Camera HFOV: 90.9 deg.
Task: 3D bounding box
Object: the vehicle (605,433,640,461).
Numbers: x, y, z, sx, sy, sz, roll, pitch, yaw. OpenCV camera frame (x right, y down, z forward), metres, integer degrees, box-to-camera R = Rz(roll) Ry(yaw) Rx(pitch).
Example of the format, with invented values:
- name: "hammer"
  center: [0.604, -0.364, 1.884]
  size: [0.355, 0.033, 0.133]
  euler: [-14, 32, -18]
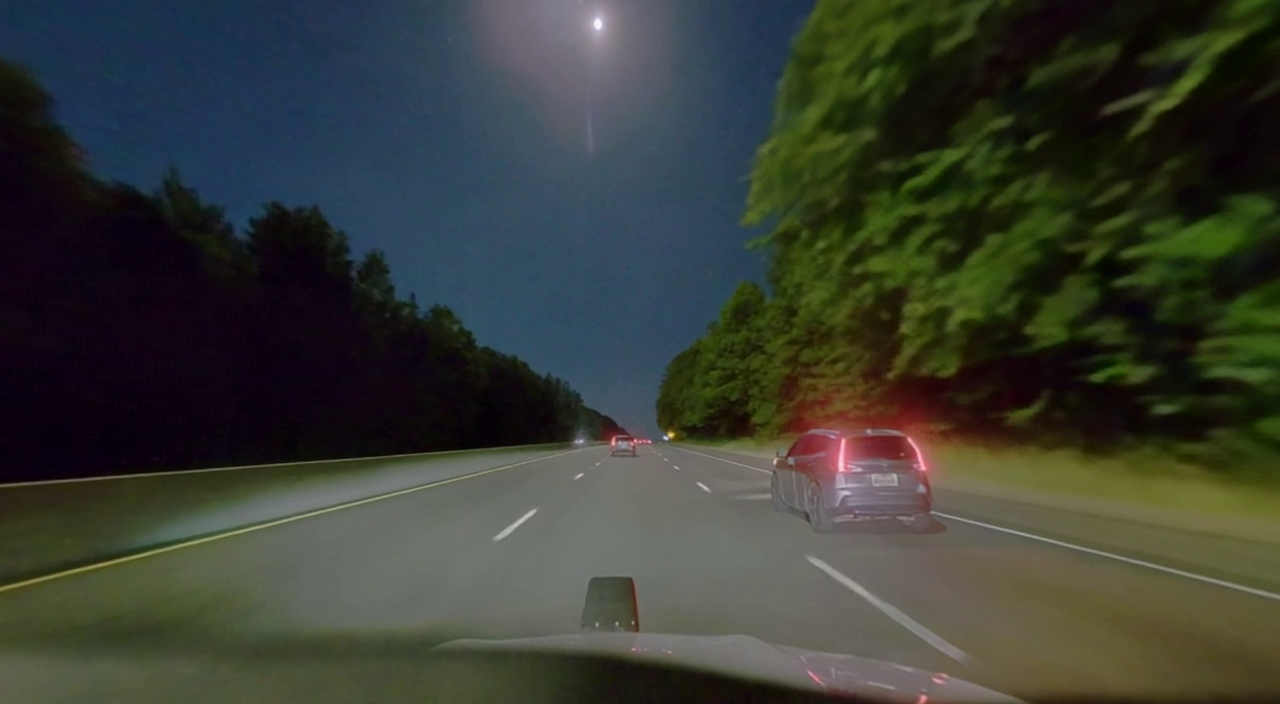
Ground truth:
- name: "vehicle"
  center: [-1.040, 6.010, 40.032]
  size: [2.094, 1.653, 4.283]
  euler: [0, -8, 0]
